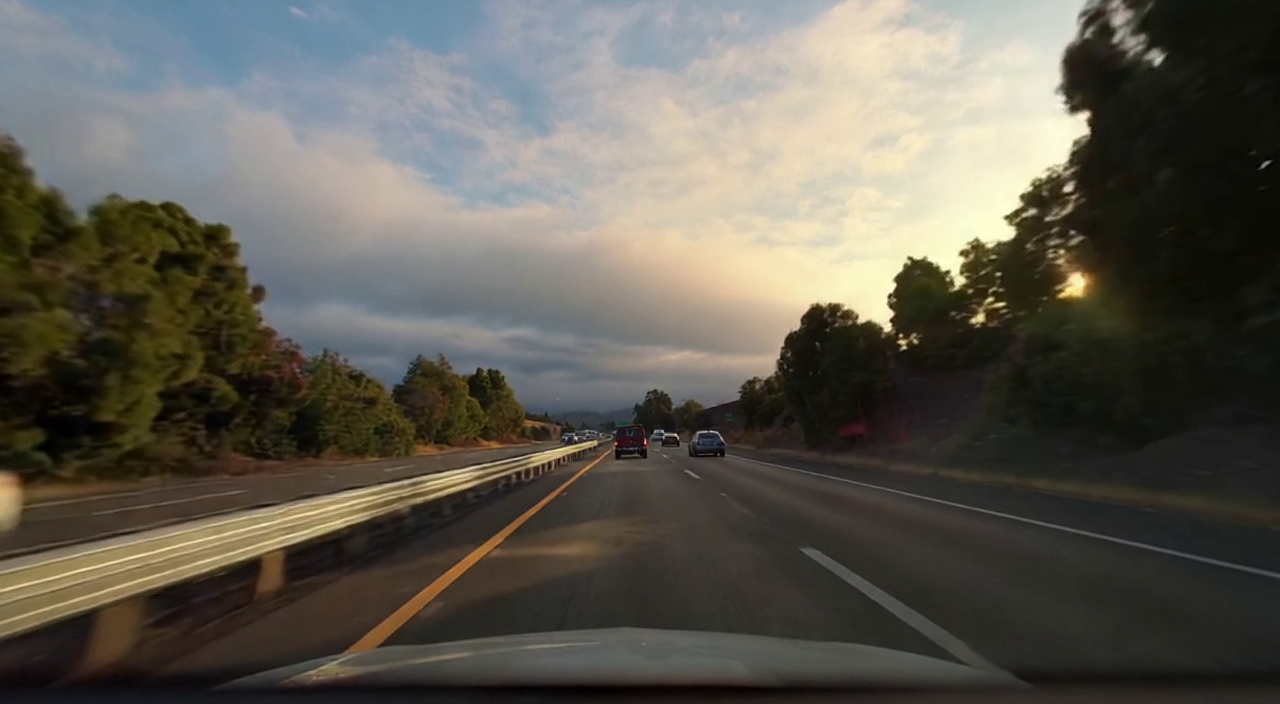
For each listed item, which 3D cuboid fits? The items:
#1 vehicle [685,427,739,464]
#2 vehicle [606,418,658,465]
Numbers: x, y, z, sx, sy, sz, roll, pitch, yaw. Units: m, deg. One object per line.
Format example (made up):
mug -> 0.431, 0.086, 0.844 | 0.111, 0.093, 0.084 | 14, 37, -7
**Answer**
vehicle -> 3.346, 4.421, 30.011 | 1.981, 1.606, 3.956 | 0, -8, -2
vehicle -> -0.434, 4.230, 29.944 | 2.270, 2.044, 4.633 | 0, -8, -2
